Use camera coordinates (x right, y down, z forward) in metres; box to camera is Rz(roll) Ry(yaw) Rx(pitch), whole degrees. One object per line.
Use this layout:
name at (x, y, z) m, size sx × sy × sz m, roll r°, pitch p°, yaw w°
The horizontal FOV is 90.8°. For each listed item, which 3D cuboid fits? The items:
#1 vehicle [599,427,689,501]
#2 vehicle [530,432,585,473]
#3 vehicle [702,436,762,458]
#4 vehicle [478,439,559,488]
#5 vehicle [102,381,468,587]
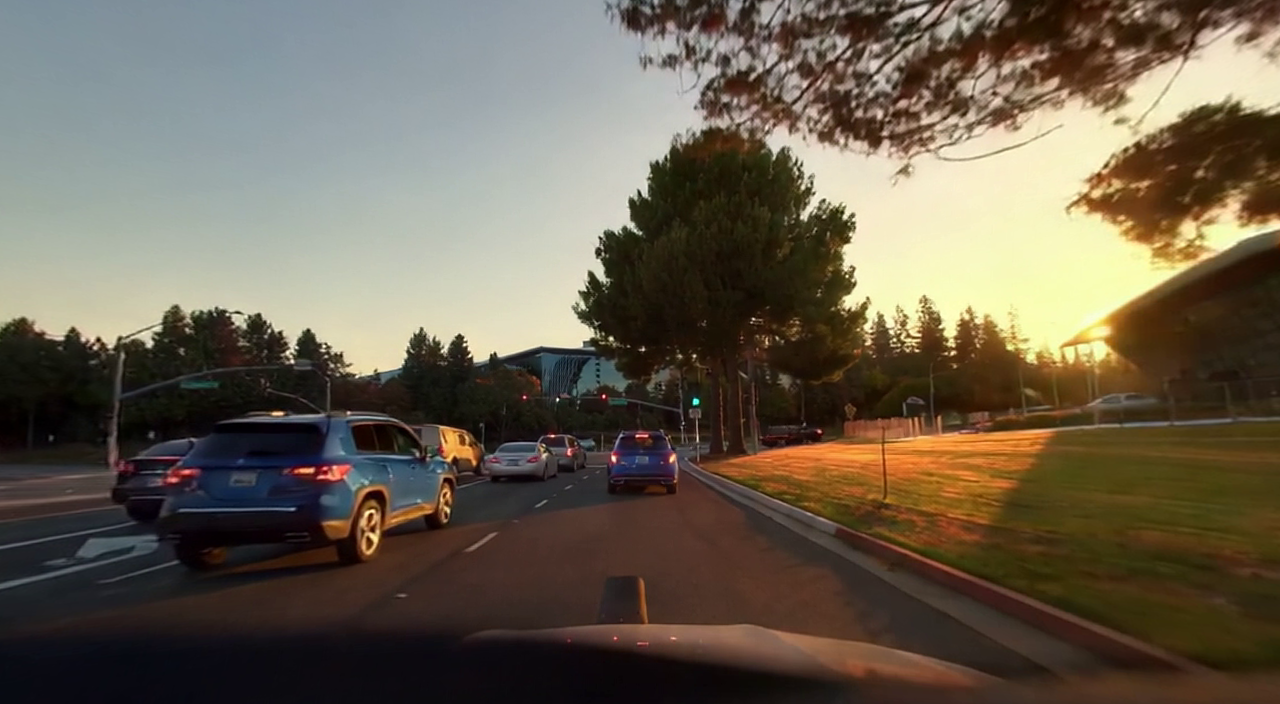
vehicle at (0.082, 2.901, 16.713) m, size 2.055 × 1.681 × 4.270 m, roll 0°, pitch -9°, yaw 0°
vehicle at (-3.908, 4.861, 30.729) m, size 2.043 × 1.813 × 4.549 m, roll 0°, pitch -9°, yaw 0°
vehicle at (6.772, 7.011, 46.558) m, size 4.265 × 1.498 × 1.826 m, roll -1°, pitch -9°, yaw 8°
vehicle at (-4.103, 3.843, 22.040) m, size 1.942 × 1.523 × 4.212 m, roll 0°, pitch -9°, yaw 0°
vehicle at (-4.074, 1.630, 8.630) m, size 2.088 × 1.947 × 5.119 m, roll 0°, pitch -9°, yaw -1°
